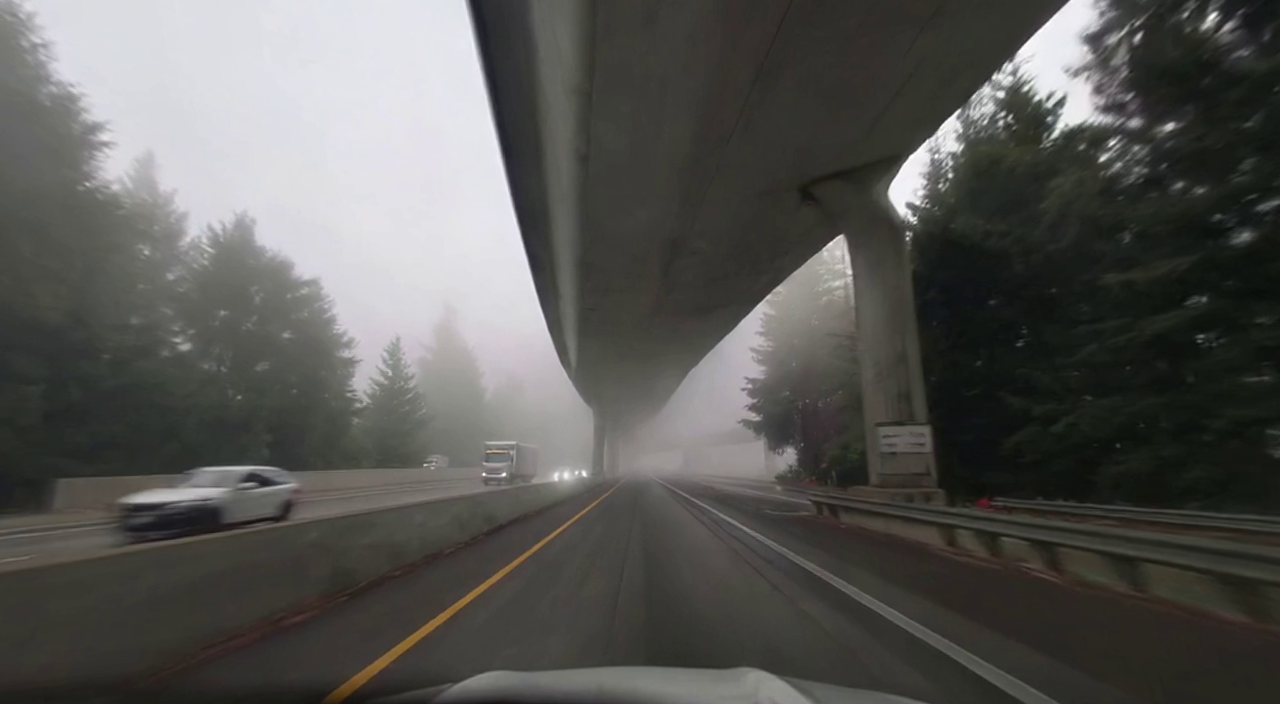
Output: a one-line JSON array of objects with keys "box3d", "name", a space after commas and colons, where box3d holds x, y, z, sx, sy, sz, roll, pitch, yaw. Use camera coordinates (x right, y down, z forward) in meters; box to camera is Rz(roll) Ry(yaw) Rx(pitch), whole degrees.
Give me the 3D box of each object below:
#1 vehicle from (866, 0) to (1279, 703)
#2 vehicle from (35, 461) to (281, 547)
[{"box3d": [3.832, 0.070, 3.285, 3.013, 3.971, 5.739, 1, -10, 0], "name": "vehicle"}, {"box3d": [-9.147, 2.895, 12.468, 1.816, 1.395, 3.822, 1, -10, -1], "name": "vehicle"}]
